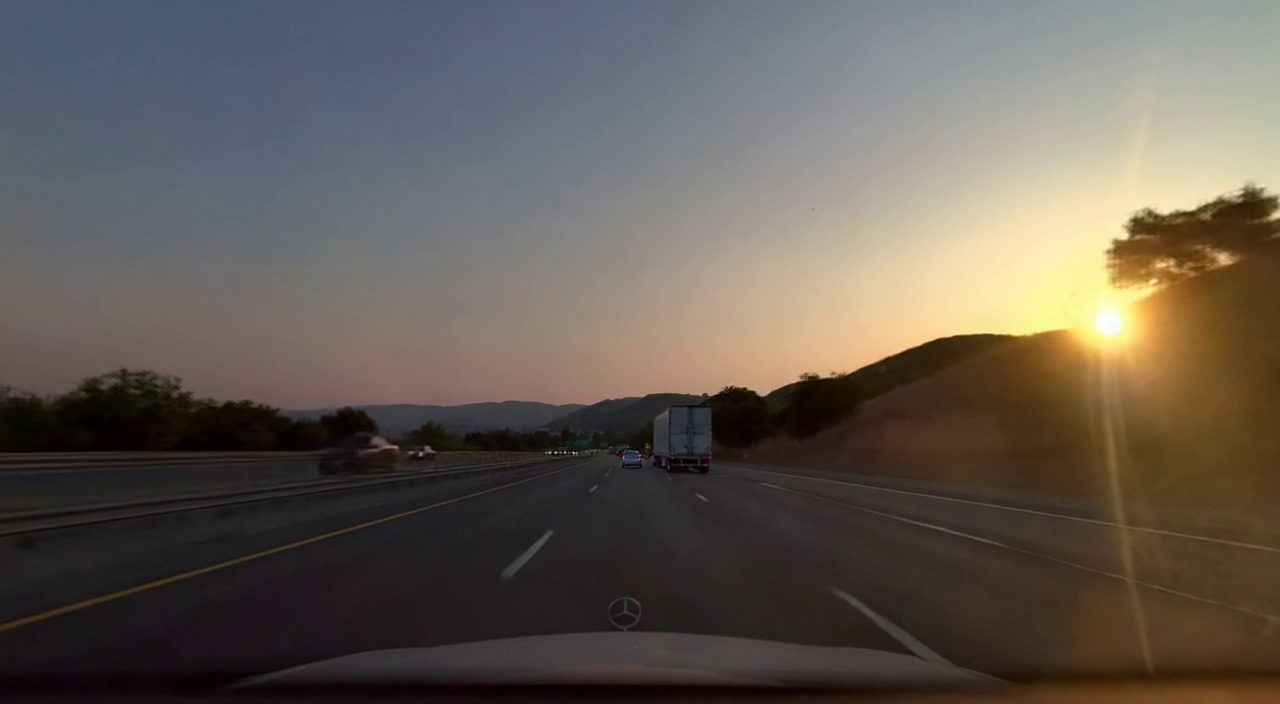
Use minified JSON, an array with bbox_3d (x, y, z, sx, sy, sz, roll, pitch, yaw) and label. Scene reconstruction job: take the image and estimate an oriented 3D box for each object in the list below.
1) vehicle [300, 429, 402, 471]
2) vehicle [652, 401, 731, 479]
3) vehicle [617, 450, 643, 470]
[{"bbox_3d":[-11.759,4.049,26.067,2.004,1.522,4.569,0,-9,1],"label":"vehicle"},{"bbox_3d":[2.966,6.031,42.483,3.462,4.177,16.311,0,-9,-2],"label":"vehicle"},{"bbox_3d":[-0.734,8.118,47.698,1.898,1.438,4.053,0,-9,-1],"label":"vehicle"}]
